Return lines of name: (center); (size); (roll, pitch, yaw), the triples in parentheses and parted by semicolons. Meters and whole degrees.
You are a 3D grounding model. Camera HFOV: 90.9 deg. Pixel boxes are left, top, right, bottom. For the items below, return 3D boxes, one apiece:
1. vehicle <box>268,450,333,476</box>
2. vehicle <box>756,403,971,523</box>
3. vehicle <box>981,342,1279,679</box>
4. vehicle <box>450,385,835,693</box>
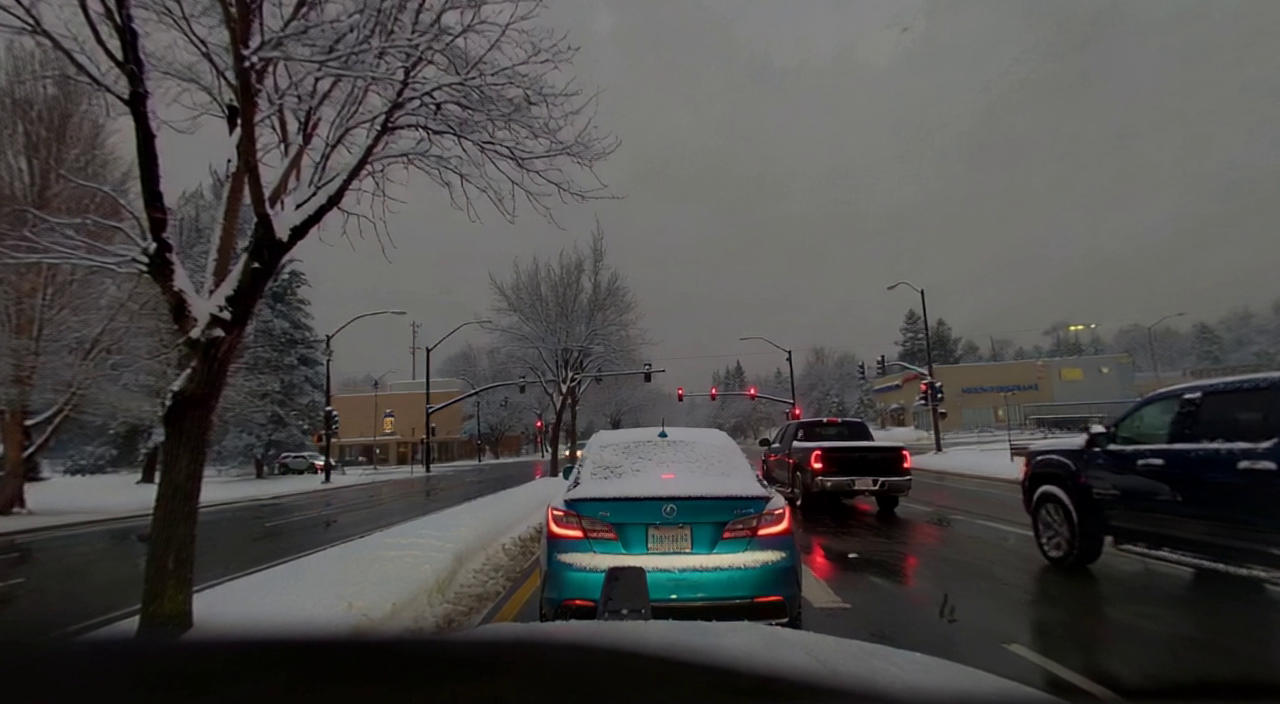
vehicle: (-24.042, 7.840, 44.871); (1.798, 1.706, 4.385); (-1, -8, 6)
vehicle: (4.179, 2.222, 13.194); (2.319, 1.930, 5.651); (0, -8, -1)
vehicle: (4.480, 0.944, 4.040); (2.019, 1.803, 4.634); (-1, -8, 1)
vehicle: (-0.013, 1.318, 5.539); (2.116, 1.677, 3.948); (0, -8, -1)
